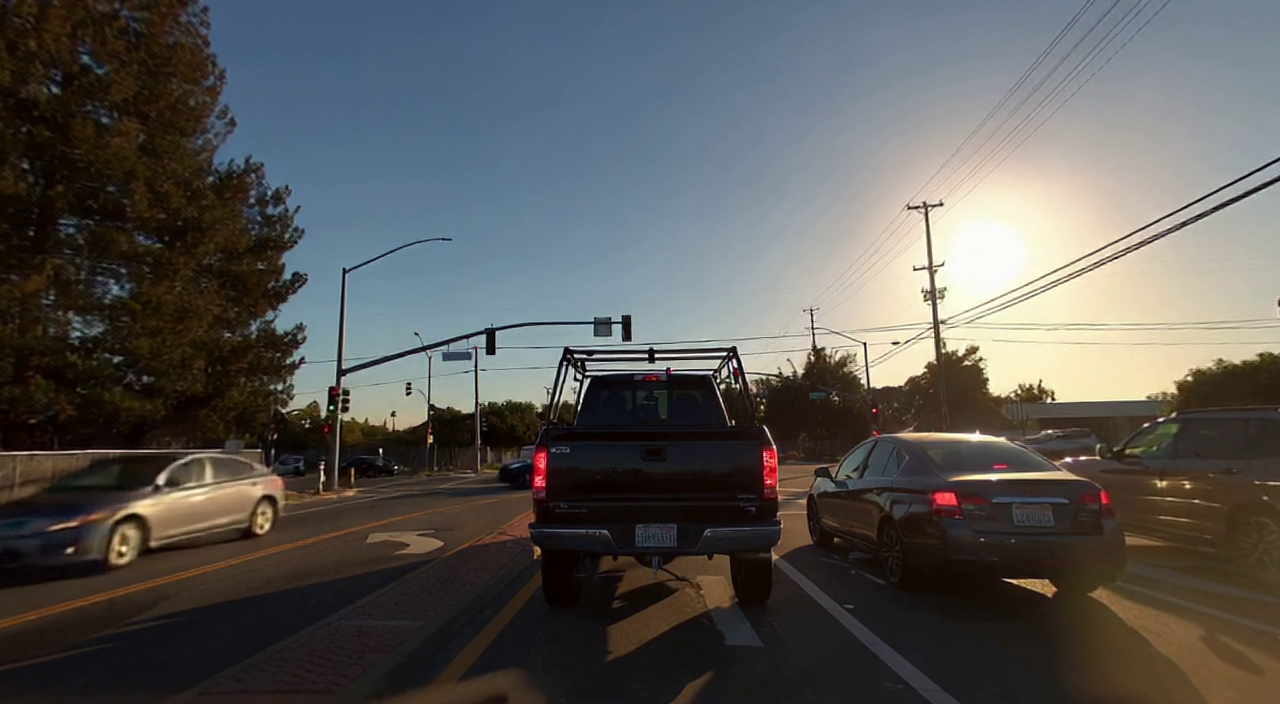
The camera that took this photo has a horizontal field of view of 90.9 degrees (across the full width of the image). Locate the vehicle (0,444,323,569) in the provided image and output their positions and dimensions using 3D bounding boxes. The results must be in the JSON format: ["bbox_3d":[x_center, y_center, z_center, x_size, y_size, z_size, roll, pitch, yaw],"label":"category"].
[{"bbox_3d":[-8.032,2.410,10.865,2.378,1.611,5.046,0,-8,2],"label":"vehicle"}]

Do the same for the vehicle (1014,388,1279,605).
[{"bbox_3d":[6.148,1.366,6.439,1.982,1.727,4.352,0,-8,1],"label":"vehicle"}]

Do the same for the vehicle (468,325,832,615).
[{"bbox_3d":[0.120,1.362,8.110,2.831,2.284,6.149,0,-8,1],"label":"vehicle"}]

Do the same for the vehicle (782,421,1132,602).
[{"bbox_3d":[3.112,1.638,7.357,1.993,1.495,4.060,0,-8,1],"label":"vehicle"}]
